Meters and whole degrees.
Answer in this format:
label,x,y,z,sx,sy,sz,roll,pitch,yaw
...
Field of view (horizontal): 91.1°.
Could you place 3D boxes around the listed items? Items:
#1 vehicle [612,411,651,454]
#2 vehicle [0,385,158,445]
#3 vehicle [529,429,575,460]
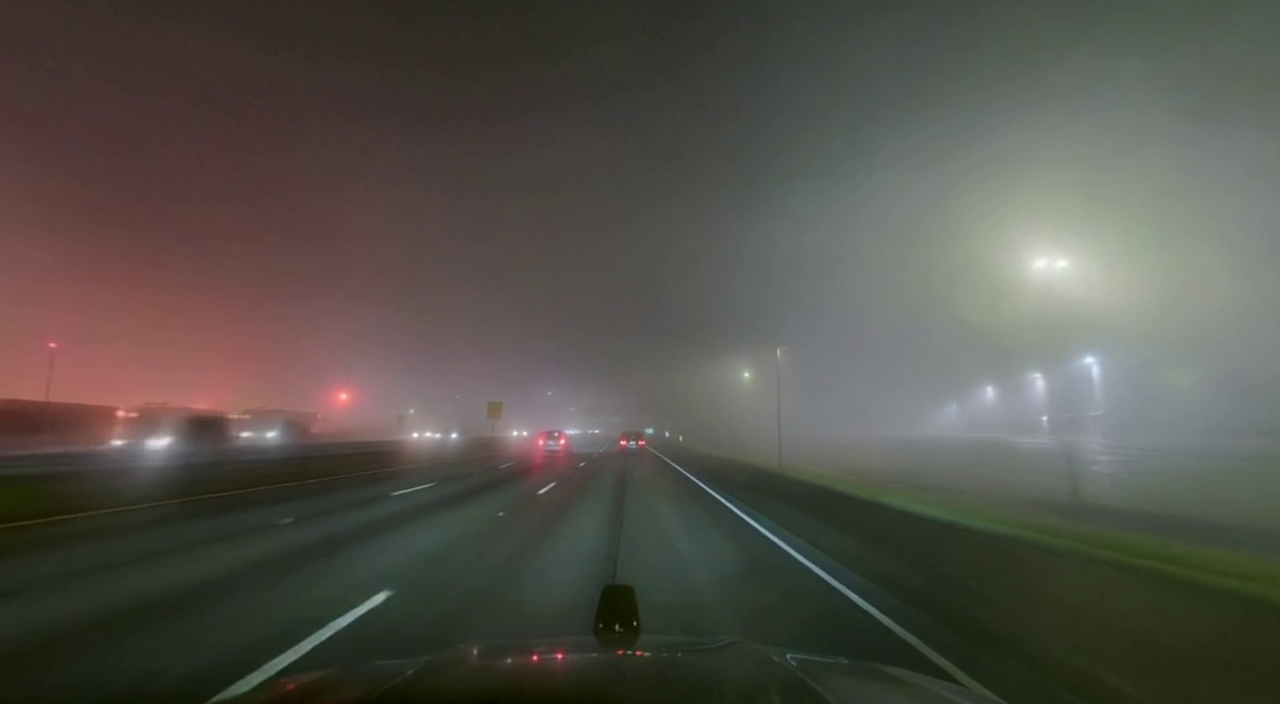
label,x,y,z,sx,sy,sz,roll,pitch,yaw
vehicle,-0.625,5.490,42.700,2.418,2.704,6.445,0,-8,-1
vehicle,-42.038,4.922,47.258,2.920,3.981,10.604,0,-8,1
vehicle,-4.644,4.937,33.578,1.932,1.544,3.864,0,-8,0
